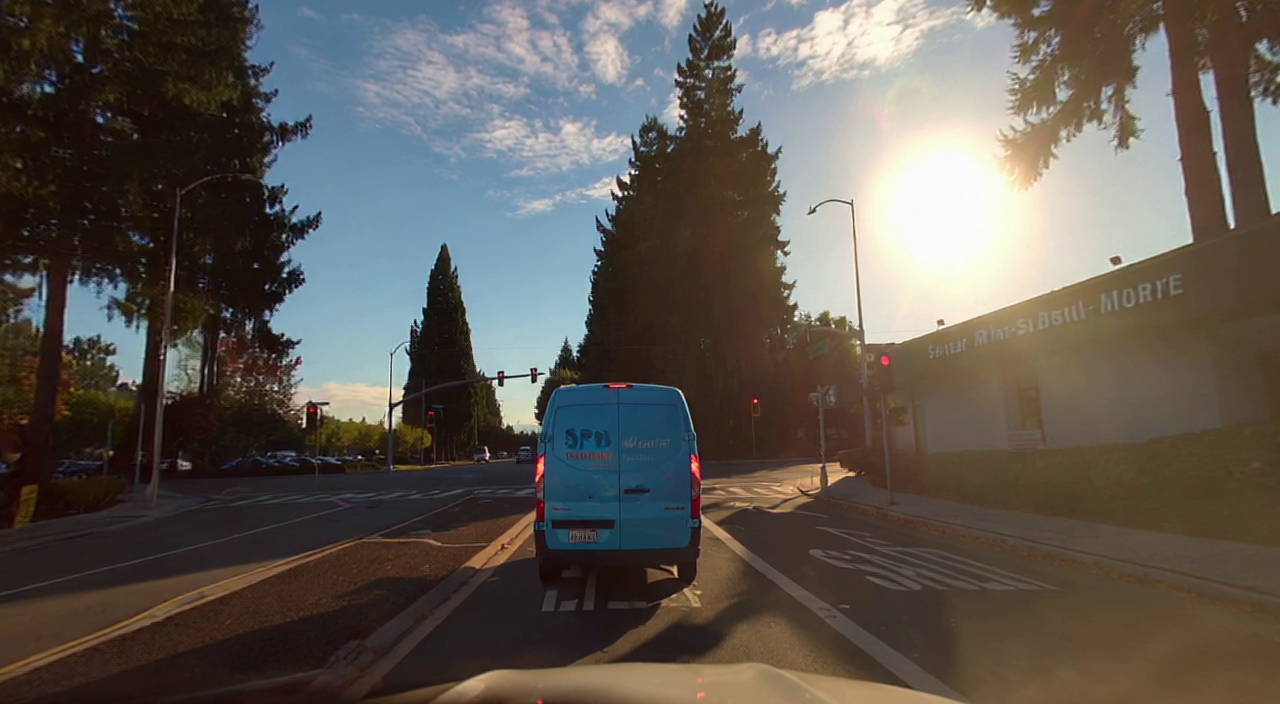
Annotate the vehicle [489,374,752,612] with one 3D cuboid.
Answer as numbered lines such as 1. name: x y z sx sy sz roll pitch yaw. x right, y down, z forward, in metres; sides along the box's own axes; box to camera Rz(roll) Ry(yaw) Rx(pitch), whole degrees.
1. vehicle: -0.289 1.466 7.295 2.181 1.949 3.932 1 -9 -4
